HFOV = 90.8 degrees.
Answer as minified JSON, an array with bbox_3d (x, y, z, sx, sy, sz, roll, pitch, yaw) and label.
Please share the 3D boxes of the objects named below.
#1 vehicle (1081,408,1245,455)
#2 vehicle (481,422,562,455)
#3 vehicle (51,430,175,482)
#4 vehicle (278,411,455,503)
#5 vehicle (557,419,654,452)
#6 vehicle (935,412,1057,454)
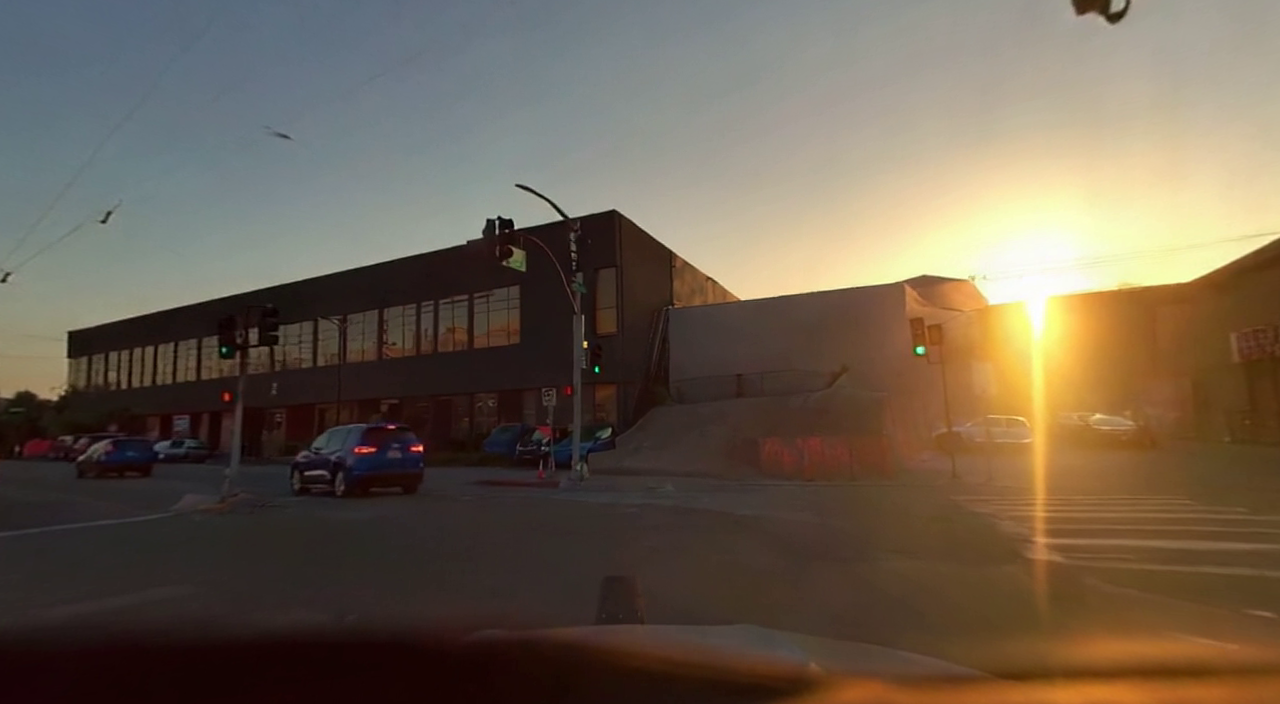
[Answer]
[{"bbox_3d":[20.320,3.174,24.865,4.550,1.704,1.922,-5,-9,28],"label":"vehicle"},{"bbox_3d":[-7.247,5.321,38.661,4.593,1.856,2.090,-5,-9,29],"label":"vehicle"},{"bbox_3d":[-21.736,4.236,25.996,5.548,1.911,2.206,-6,-10,32],"label":"vehicle"},{"bbox_3d":[-6.842,2.522,15.498,2.256,1.859,5.118,8,-11,-43],"label":"vehicle"},{"bbox_3d":[-1.995,4.743,35.911,5.080,1.766,2.272,-5,-8,30],"label":"vehicle"},{"bbox_3d":[15.349,3.562,27.500,4.382,1.688,1.937,-4,-9,26],"label":"vehicle"}]
